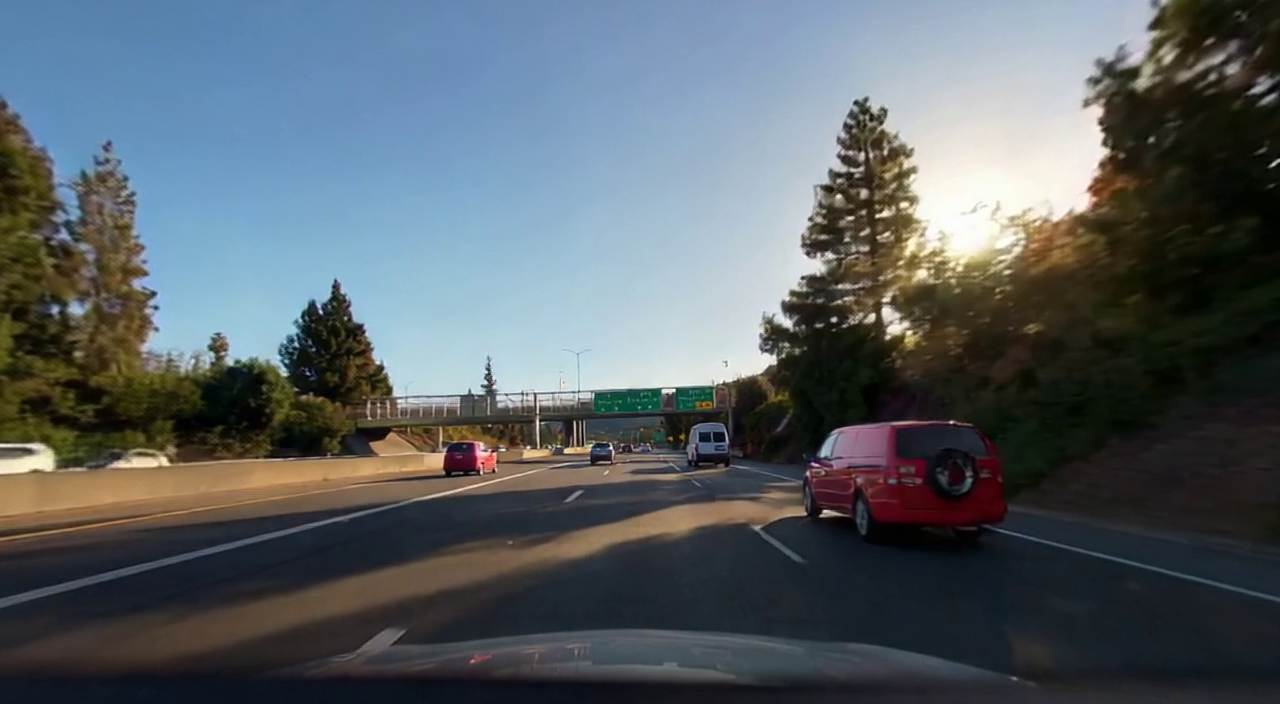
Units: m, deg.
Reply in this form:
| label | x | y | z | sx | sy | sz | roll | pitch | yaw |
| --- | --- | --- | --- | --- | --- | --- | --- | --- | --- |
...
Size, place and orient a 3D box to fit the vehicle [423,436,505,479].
| label | x | y | z | sx | sy | sz | roll | pitch | yaw |
| --- | --- | --- | --- | --- | --- | --- | --- | --- | --- |
| vehicle | -7.334 | 4.449 | 26.865 | 2.068 | 1.632 | 4.623 | 0 | -8 | 1 |

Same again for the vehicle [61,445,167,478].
| label | x | y | z | sx | sy | sz | roll | pitch | yaw |
| --- | --- | --- | --- | --- | --- | --- | --- | --- | --- |
| vehicle | -32.984 | 6.830 | 39.810 | 2.002 | 1.885 | 5.378 | 0 | -8 | 0 |

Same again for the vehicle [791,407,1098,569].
| label | x | y | z | sx | sy | sz | roll | pitch | yaw |
| --- | --- | --- | --- | --- | --- | --- | --- | --- | --- |
| vehicle | 3.777 | 1.773 | 9.012 | 2.100 | 1.690 | 4.536 | 0 | -8 | 0 |

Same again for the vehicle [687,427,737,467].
| label | x | y | z | sx | sy | sz | roll | pitch | yaw |
| --- | --- | --- | --- | --- | --- | --- | --- | --- | --- |
| vehicle | 4.254 | 5.763 | 38.207 | 2.347 | 2.234 | 5.352 | 0 | -8 | 0 |
